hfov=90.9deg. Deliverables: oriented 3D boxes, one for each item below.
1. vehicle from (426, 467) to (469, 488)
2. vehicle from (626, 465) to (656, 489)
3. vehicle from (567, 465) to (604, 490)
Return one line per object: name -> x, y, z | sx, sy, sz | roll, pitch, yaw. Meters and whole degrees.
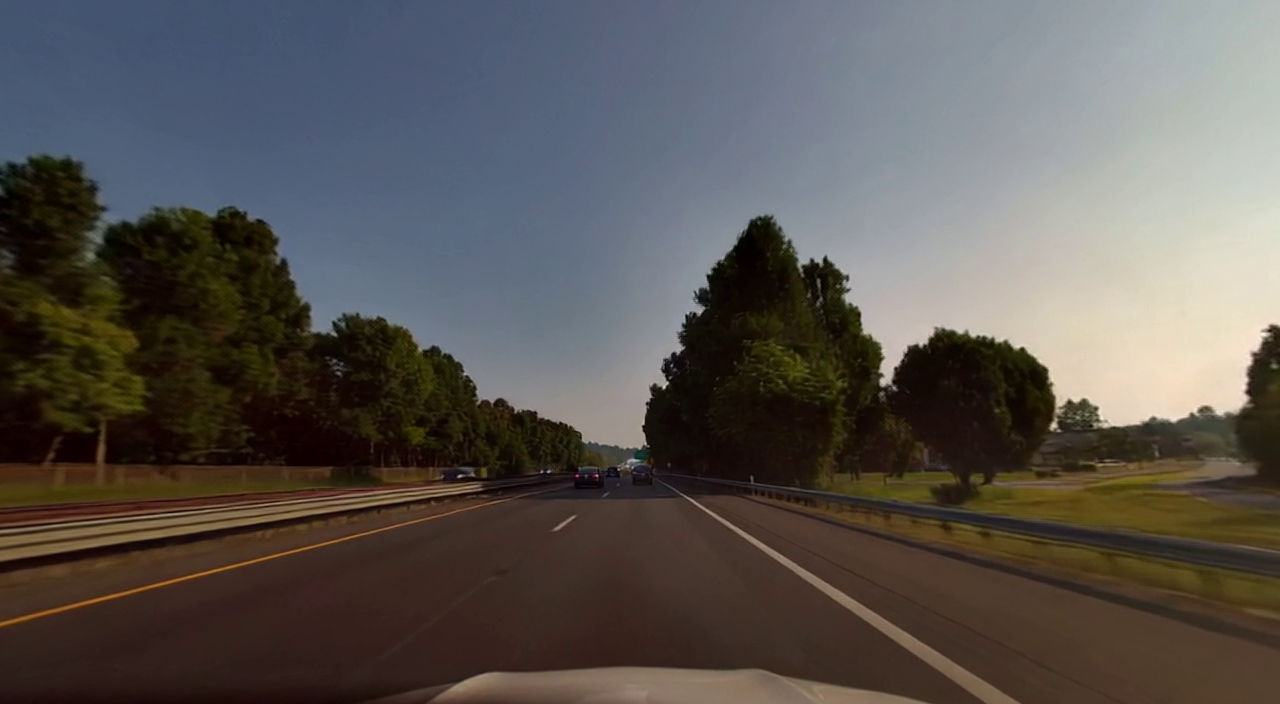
vehicle -> -15.103, 9.856, 49.599 | 1.869, 1.555, 4.274 | 0, -11, 2
vehicle -> 0.101, 8.999, 45.444 | 2.065, 1.596, 3.869 | 1, -11, 1
vehicle -> -3.527, 8.251, 41.492 | 2.047, 1.523, 4.279 | 1, -11, 1
